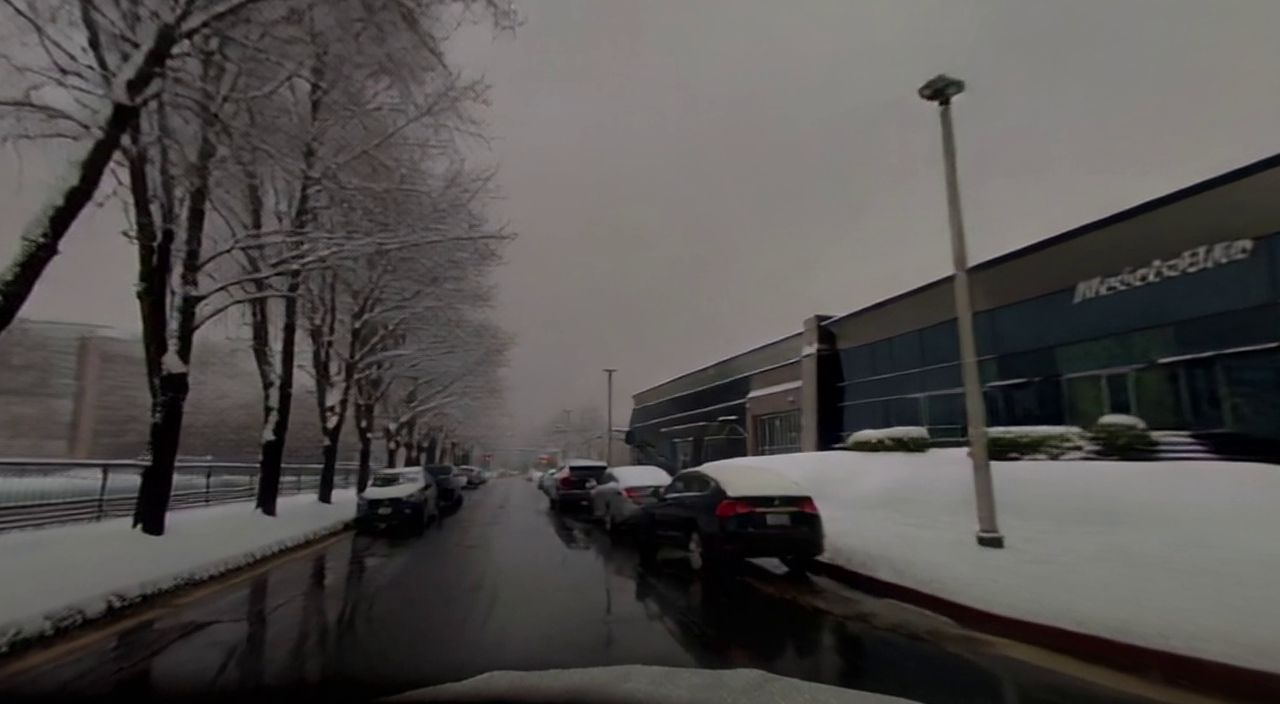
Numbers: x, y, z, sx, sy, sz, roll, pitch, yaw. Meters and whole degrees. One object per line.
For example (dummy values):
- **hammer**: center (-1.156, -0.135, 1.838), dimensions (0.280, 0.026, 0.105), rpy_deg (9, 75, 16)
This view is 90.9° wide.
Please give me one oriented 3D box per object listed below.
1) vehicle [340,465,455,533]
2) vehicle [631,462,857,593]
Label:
- **vehicle**: center (-6.032, 3.715, 16.264), dimensions (2.018, 1.461, 4.413), rpy_deg (3, -11, -12)
- **vehicle**: center (1.243, 2.465, 9.537), dimensions (1.889, 1.482, 4.118), rpy_deg (4, -11, -13)
